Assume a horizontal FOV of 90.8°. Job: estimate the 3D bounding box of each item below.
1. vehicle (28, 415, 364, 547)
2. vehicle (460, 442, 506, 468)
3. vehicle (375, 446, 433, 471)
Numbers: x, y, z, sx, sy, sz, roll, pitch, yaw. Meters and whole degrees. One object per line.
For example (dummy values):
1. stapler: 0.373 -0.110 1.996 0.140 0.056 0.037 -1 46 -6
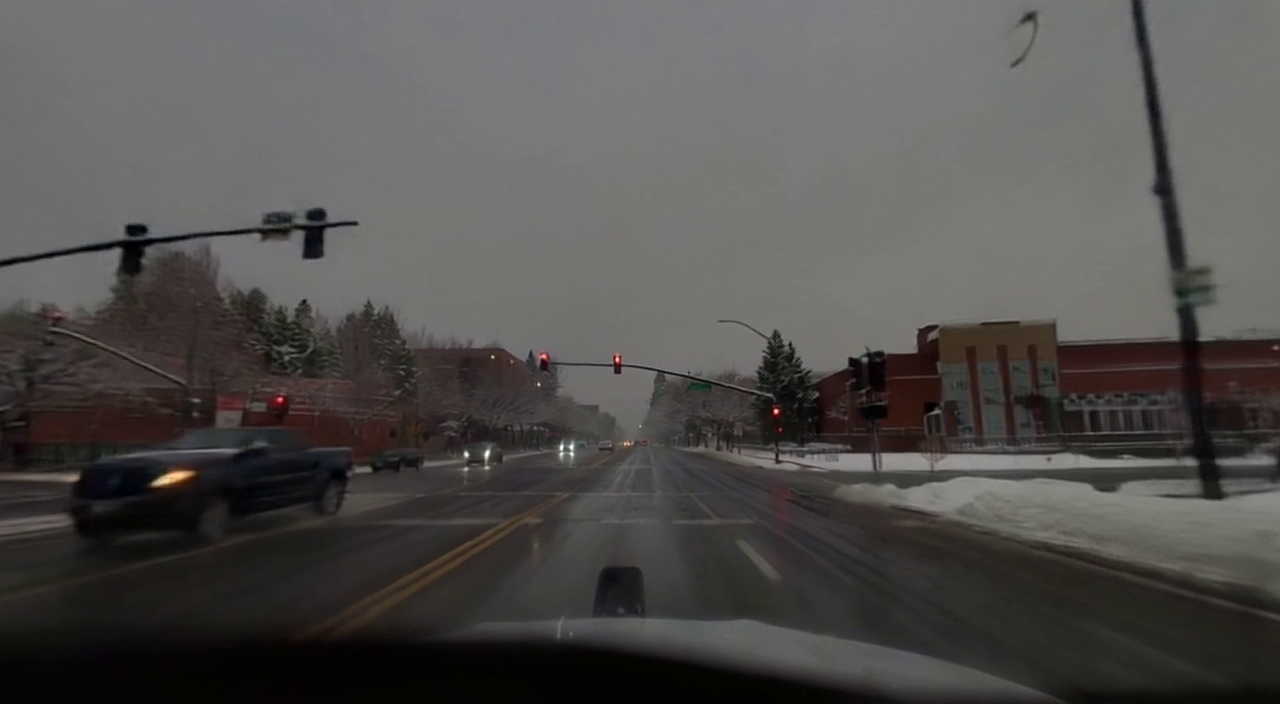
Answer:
1. vehicle: -6.864 2.040 10.627 2.262 1.708 4.466 0 -9 2
2. vehicle: -10.787 7.093 43.679 1.893 1.654 4.127 0 -9 2
3. vehicle: -14.542 6.581 39.157 1.847 1.453 4.286 0 -9 2
